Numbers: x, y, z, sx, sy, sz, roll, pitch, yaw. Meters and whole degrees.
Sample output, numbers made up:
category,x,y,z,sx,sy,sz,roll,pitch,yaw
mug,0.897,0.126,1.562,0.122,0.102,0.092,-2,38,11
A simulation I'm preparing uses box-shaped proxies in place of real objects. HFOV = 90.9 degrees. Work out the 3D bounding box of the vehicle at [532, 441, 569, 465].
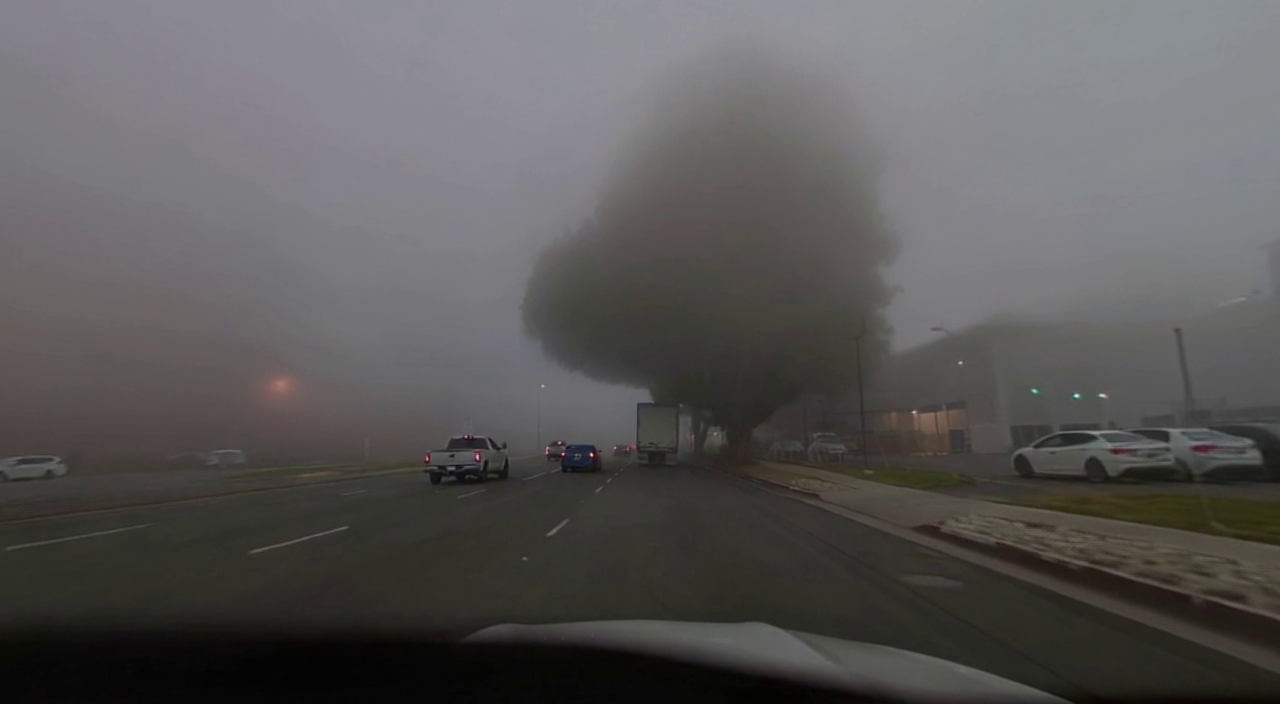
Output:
category,x,y,z,sx,sy,sz,roll,pitch,yaw
vehicle,-6.337,7.172,45.030,1.908,1.616,4.089,0,-9,2

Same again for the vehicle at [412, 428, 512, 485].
category,x,y,z,sx,sy,sz,roll,pitch,yaw
vehicle,-6.551,3.928,23.970,2.149,1.893,5.187,0,-9,2

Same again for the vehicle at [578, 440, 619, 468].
category,x,y,z,sx,sy,sz,roll,pitch,yaw
vehicle,-2.548,6.361,39.510,2.114,1.663,4.381,0,-9,2

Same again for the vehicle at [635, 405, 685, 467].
category,x,y,z,sx,sy,sz,roll,pitch,yaw
vehicle,1.233,5.564,41.251,2.905,3.644,8.441,0,-9,1

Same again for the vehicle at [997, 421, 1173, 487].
category,x,y,z,sx,sy,sz,roll,pitch,yaw
vehicle,12.509,2.923,18.168,1.880,1.642,4.523,0,-9,3

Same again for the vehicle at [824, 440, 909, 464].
category,x,y,z,sx,sy,sz,roll,pitch,yaw
vehicle,14.867,6.579,41.524,4.830,1.472,2.042,0,-9,-1

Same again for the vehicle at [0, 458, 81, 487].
category,x,y,z,sx,sy,sz,roll,pitch,yaw
vehicle,-33.758,6.583,34.480,4.409,1.480,2.092,-1,-9,3

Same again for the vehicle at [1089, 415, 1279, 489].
category,x,y,z,sx,sy,sz,roll,pitch,yaw
vehicle,15.141,2.772,17.636,1.995,1.785,4.343,0,-9,2
